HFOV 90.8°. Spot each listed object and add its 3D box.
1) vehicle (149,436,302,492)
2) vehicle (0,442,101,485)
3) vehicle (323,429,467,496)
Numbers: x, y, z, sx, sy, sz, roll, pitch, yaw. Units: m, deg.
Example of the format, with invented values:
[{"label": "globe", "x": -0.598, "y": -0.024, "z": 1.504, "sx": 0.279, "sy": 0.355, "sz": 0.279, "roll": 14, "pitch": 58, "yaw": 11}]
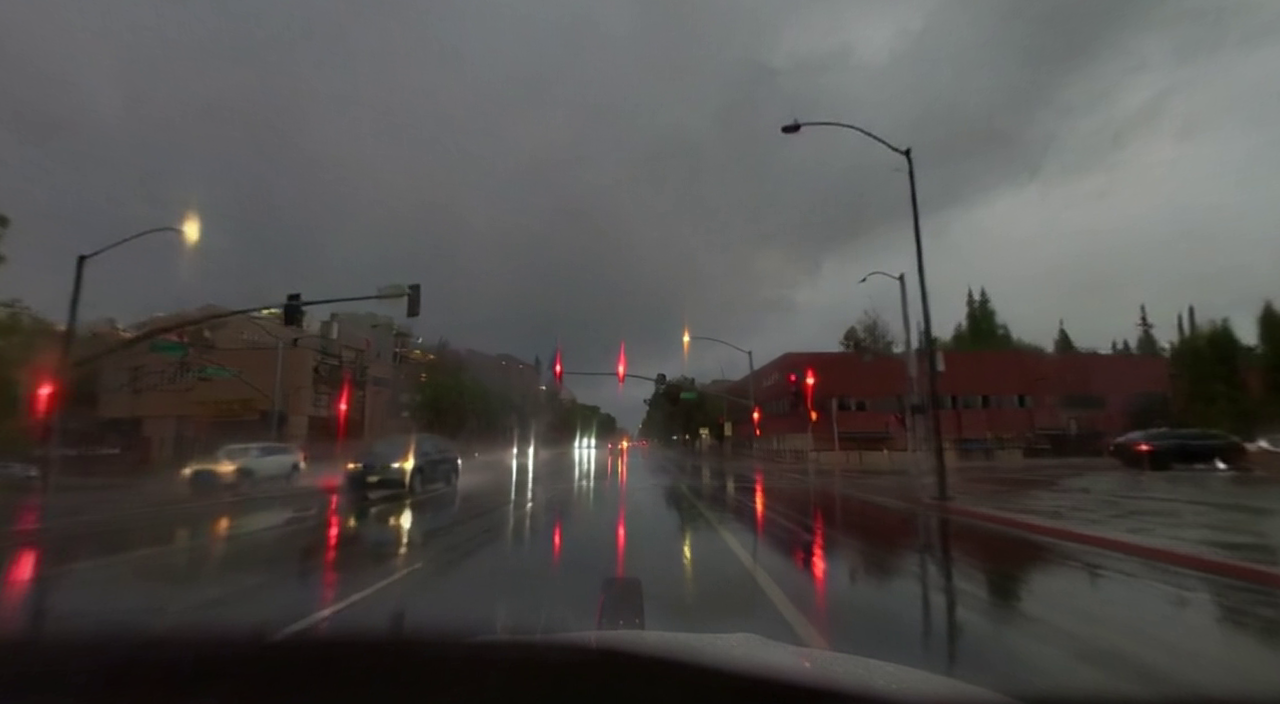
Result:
[{"label": "vehicle", "x": -14.695, "y": 3.976, "z": 22.881, "sx": 2.167, "sy": 1.787, "sz": 4.882, "roll": 0, "pitch": -9, "yaw": 1}, {"label": "vehicle", "x": -30.990, "y": 5.697, "z": 32.157, "sx": 4.957, "sy": 1.928, "sz": 2.203, "roll": -2, "pitch": -8, "yaw": -5}, {"label": "vehicle", "x": -6.891, "y": 3.163, "z": 18.422, "sx": 2.262, "sy": 1.708, "sz": 4.466, "roll": 0, "pitch": -9, "yaw": 2}]
